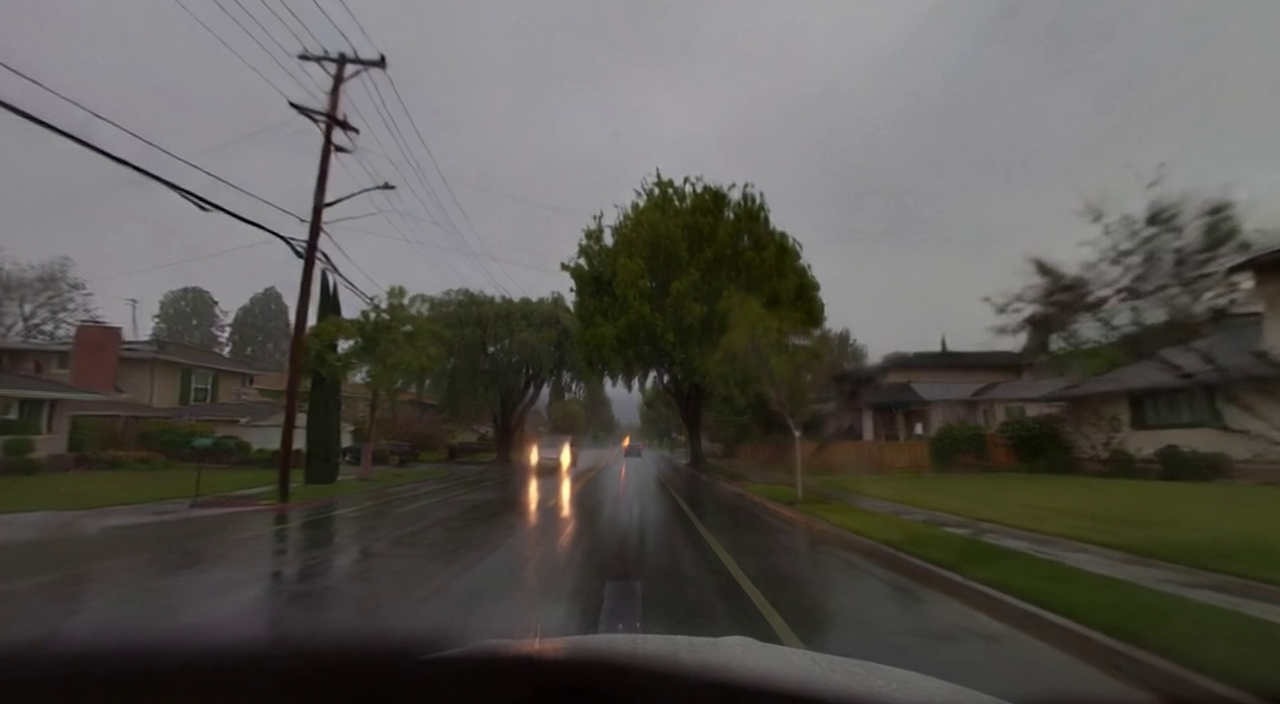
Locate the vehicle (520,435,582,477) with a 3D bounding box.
[{"bbox_3d":[-4.031,4.834,29.562,2.145,1.762,4.960,1,-8,0],"label":"vehicle"}]

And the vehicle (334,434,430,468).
[{"bbox_3d":[-14.914,5.763,36.697,4.662,1.832,2.063,1,-8,-5],"label":"vehicle"}]
